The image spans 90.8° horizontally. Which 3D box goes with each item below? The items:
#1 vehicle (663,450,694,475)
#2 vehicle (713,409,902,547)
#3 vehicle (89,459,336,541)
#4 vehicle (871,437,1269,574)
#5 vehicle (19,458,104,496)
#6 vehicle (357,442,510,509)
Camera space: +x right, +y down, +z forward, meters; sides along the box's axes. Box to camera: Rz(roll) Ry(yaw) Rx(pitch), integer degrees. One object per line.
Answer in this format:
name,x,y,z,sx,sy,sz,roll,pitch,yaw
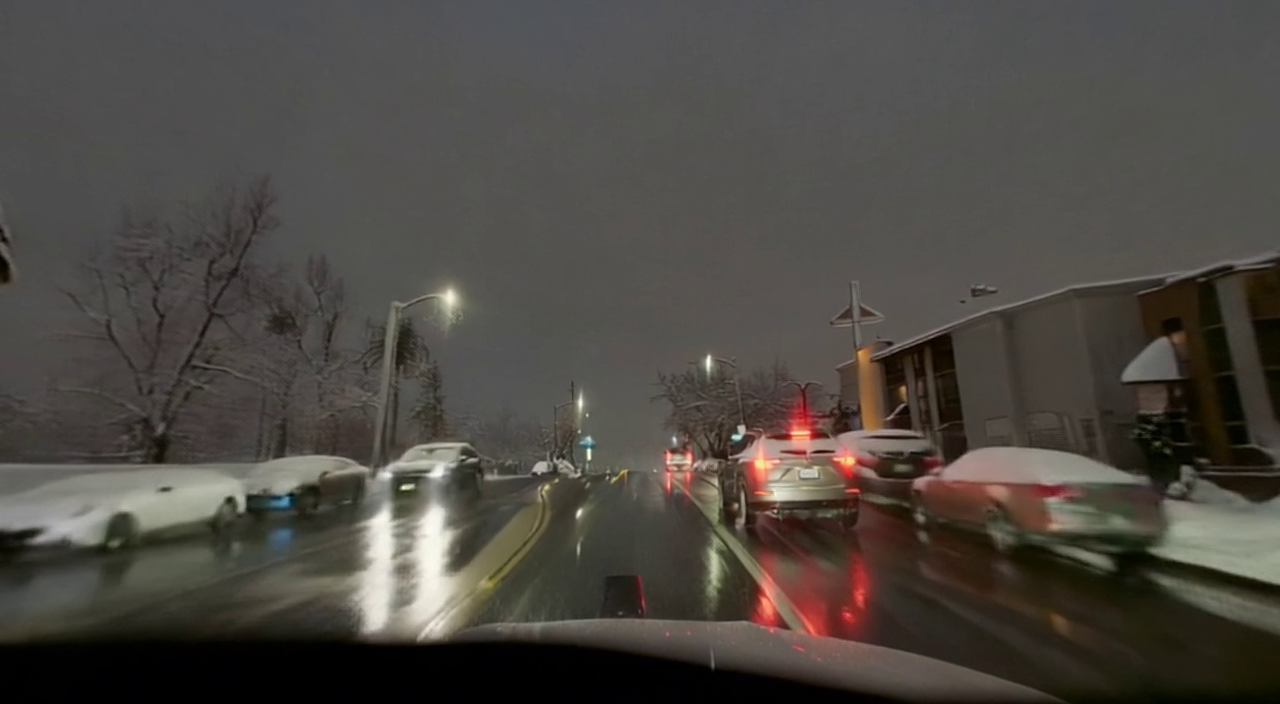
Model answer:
vehicle,2.820,8.039,46.149,2.196,1.655,3.939,-1,-9,4
vehicle,2.545,2.053,10.884,1.995,1.858,4.333,0,-9,-1
vehicle,-8.772,3.051,13.637,1.921,1.340,4.655,-1,-9,3
vehicle,5.450,1.991,9.229,2.166,1.399,5.177,0,-9,0
vehicle,-28.777,6.163,31.431,3.808,1.723,2.008,-6,-10,32
vehicle,-5.118,3.120,16.570,2.153,1.469,4.939,-1,-9,2
